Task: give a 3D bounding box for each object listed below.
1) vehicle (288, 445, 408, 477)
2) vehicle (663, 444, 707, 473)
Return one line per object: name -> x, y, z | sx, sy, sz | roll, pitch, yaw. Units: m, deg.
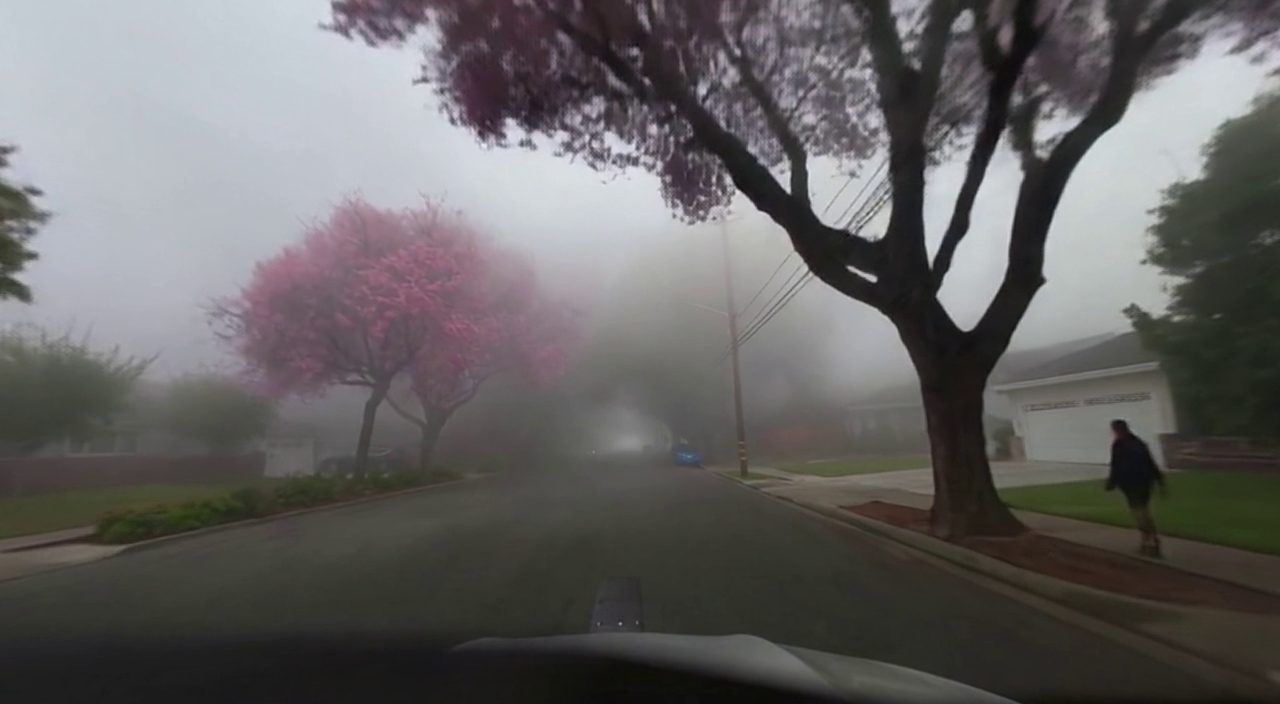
vehicle -> -16.992, 6.342, 36.993 | 5.902, 1.796, 2.183 | 0, -8, -3
vehicle -> 2.414, 5.863, 34.951 | 2.022, 1.455, 4.406 | 0, -8, -2
